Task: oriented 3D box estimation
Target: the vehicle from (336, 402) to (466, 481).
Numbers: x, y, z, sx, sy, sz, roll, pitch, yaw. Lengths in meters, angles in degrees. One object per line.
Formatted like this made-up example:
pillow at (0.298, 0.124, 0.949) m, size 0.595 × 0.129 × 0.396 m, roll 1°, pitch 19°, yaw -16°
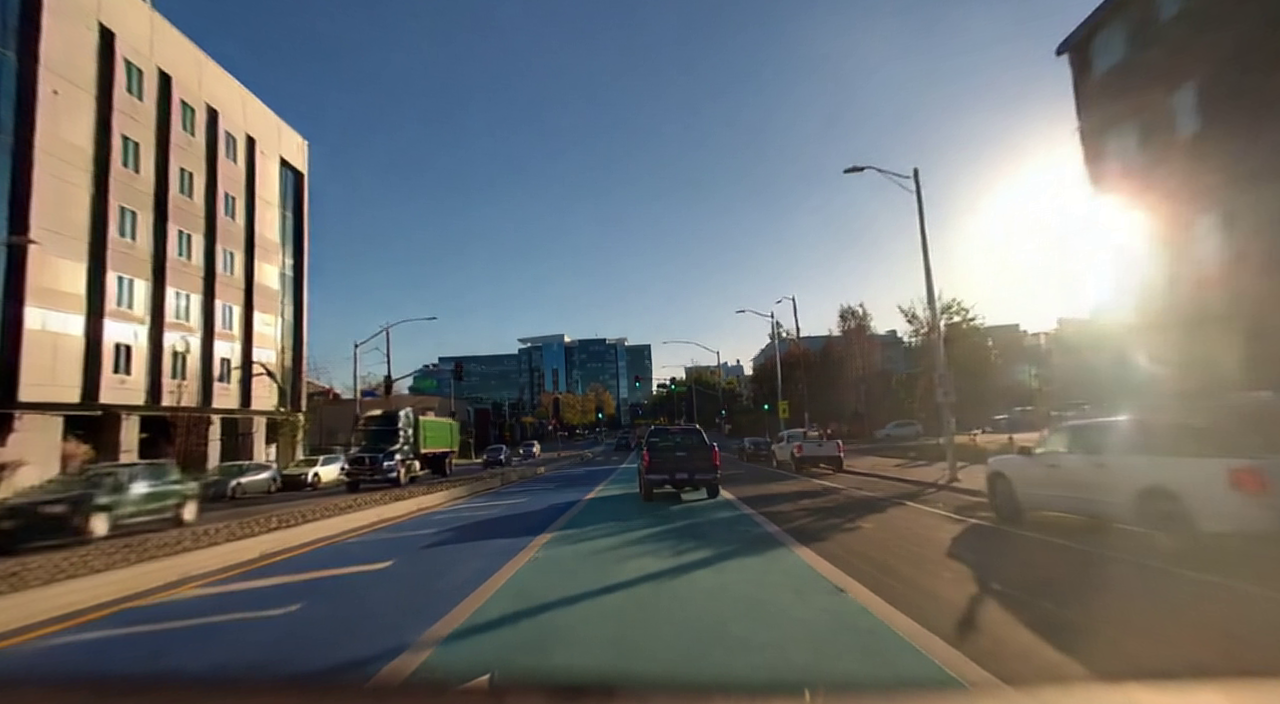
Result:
vehicle at (-13.327, 5.256, 36.706) m, size 3.101 × 3.878 × 10.902 m, roll 0°, pitch -9°, yaw 1°

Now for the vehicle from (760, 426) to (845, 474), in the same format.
vehicle at (6.761, 4.152, 26.899) m, size 2.205 × 1.823 × 5.078 m, roll 0°, pitch -9°, yaw 0°

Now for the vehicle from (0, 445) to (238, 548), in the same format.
vehicle at (-11.300, 2.919, 13.613) m, size 2.191 × 1.763 × 5.059 m, roll 0°, pitch -9°, yaw -4°

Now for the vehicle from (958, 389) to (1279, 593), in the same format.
vehicle at (6.659, 1.617, 8.326) m, size 2.088 × 1.761 × 5.697 m, roll 0°, pitch -9°, yaw 2°

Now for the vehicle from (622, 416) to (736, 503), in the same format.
vehicle at (0.744, 2.549, 15.260) m, size 2.283 × 1.773 × 4.255 m, roll 0°, pitch -9°, yaw -3°
